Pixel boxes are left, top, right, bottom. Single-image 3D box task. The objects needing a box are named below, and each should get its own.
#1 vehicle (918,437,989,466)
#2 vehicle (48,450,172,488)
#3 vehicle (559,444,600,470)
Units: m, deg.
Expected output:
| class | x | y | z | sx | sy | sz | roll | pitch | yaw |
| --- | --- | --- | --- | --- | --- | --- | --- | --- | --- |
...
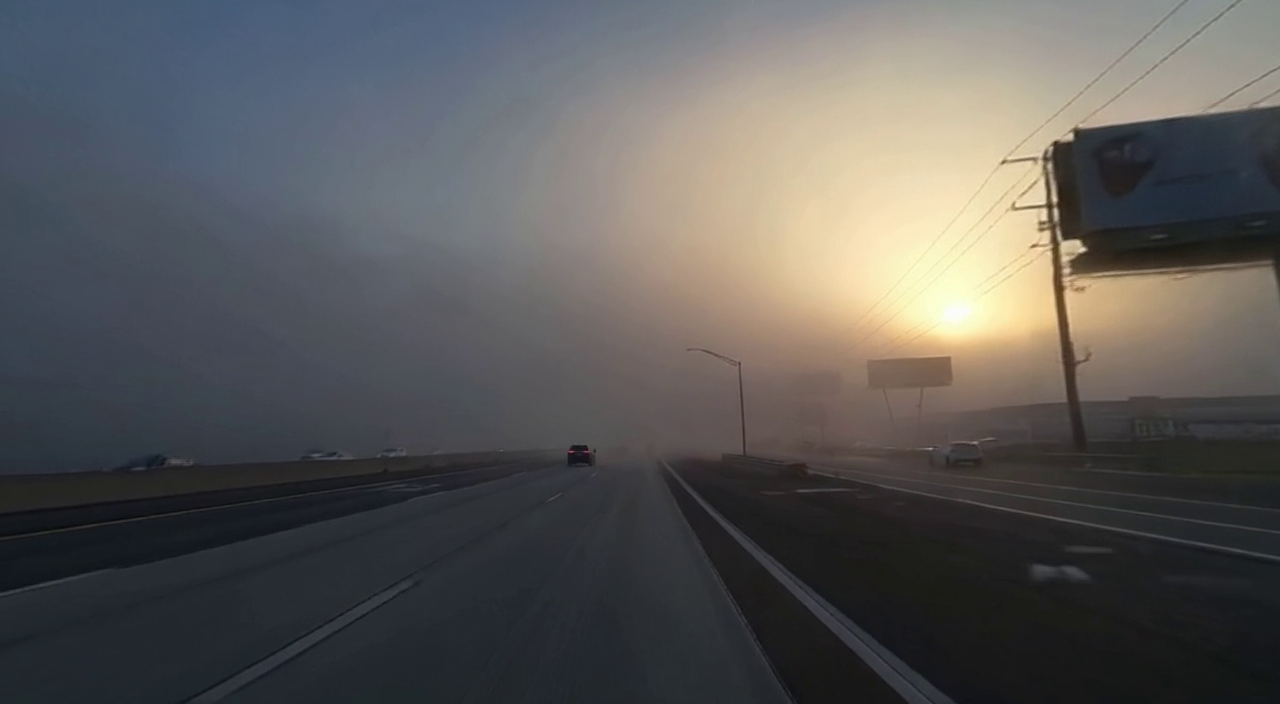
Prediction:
| class | x | y | z | sx | sy | sz | roll | pitch | yaw |
| --- | --- | --- | --- | --- | --- | --- | --- | --- | --- |
| vehicle | 19.016 | 6.033 | 38.547 | 1.842 | 1.639 | 4.554 | 0 | -9 | -2 |
| vehicle | -25.015 | 5.500 | 30.105 | 1.812 | 1.487 | 4.833 | -3 | -8 | 0 |
| vehicle | -3.617 | 6.385 | 38.693 | 1.940 | 1.479 | 4.545 | 0 | -9 | 1 |
